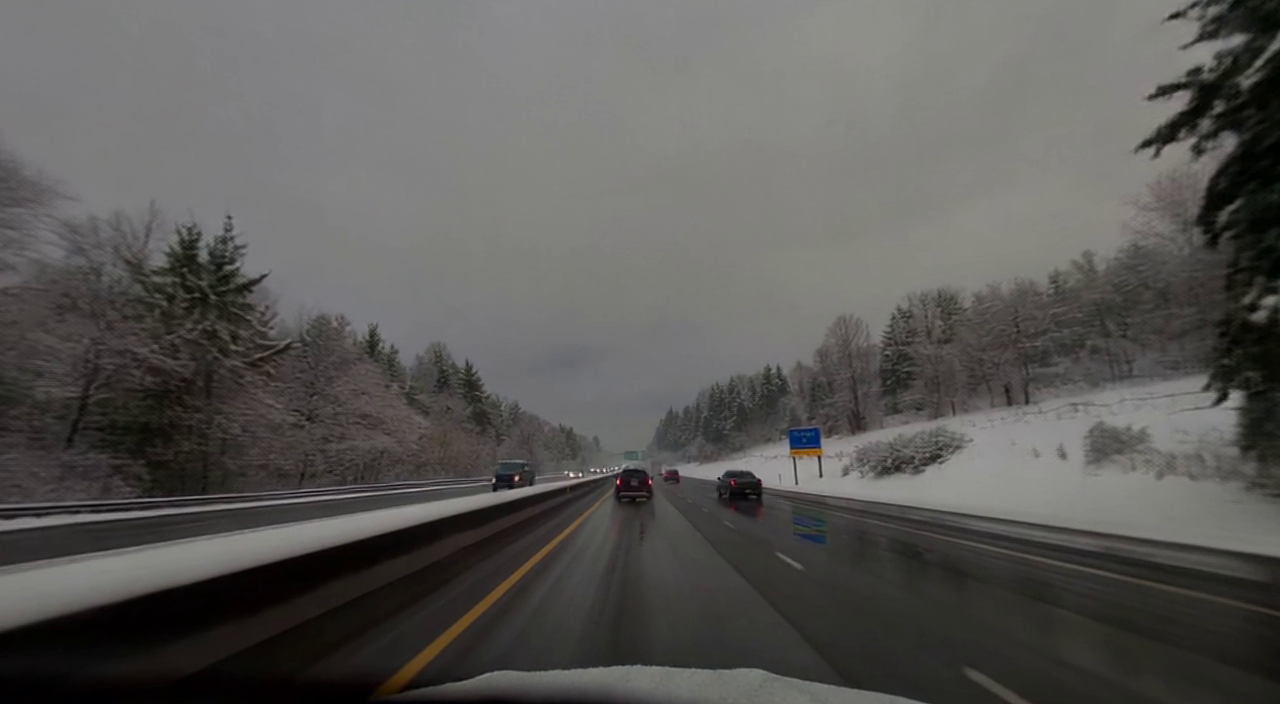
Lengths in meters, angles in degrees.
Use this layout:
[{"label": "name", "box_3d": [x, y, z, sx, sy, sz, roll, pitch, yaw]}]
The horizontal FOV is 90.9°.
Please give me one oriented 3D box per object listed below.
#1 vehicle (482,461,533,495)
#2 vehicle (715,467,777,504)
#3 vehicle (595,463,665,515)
[{"label": "vehicle", "box_3d": [-8.614, 8.264, 41.539, 2.231, 2.036, 4.904, 1, -10, 0]}, {"label": "vehicle", "box_3d": [4.596, 5.866, 28.019, 1.974, 1.476, 4.119, 1, -10, -1]}, {"label": "vehicle", "box_3d": [-0.294, 4.395, 20.536, 2.060, 1.473, 3.726, 1, -10, 0]}]
